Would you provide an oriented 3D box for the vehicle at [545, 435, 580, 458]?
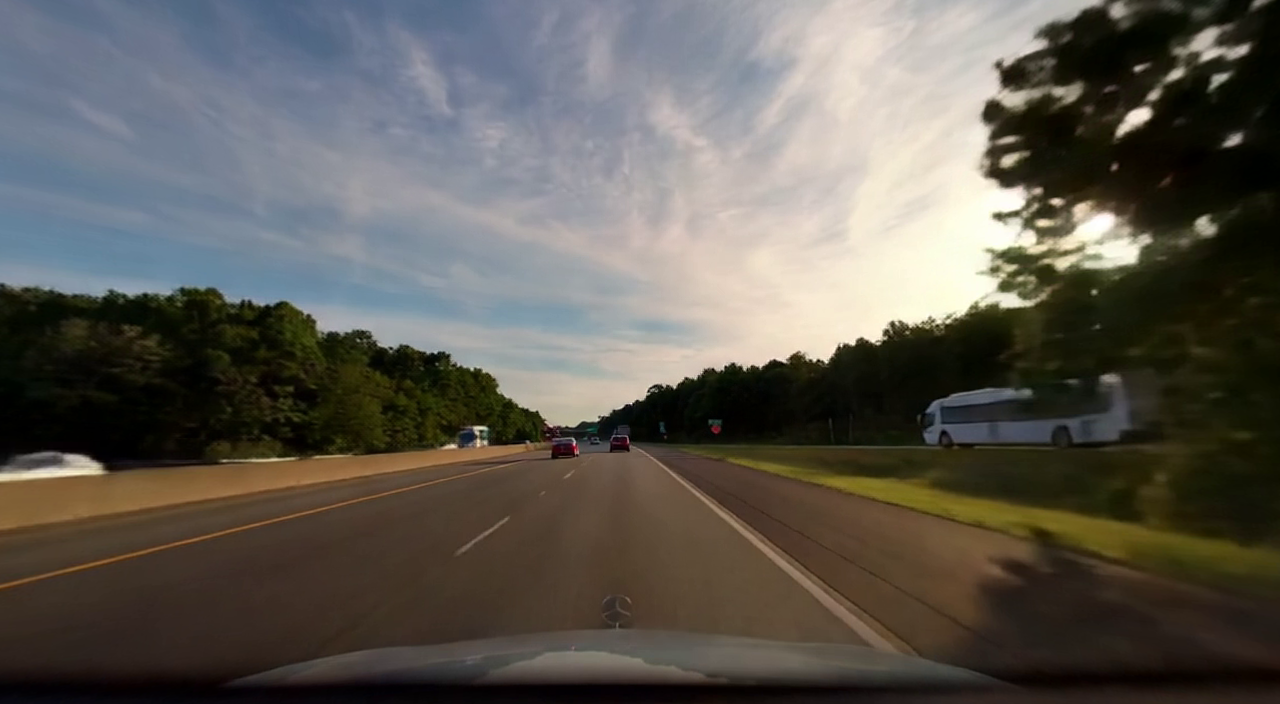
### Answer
[{"bbox_3d":[-5.065,6.208,41.668,1.907,1.445,4.049,0,-8,-2],"label":"vehicle"}]

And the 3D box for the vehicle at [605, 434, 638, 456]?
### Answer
[{"bbox_3d":[-1.242,6.461,43.849,2.162,1.460,4.242,0,-8,-1],"label":"vehicle"}]
